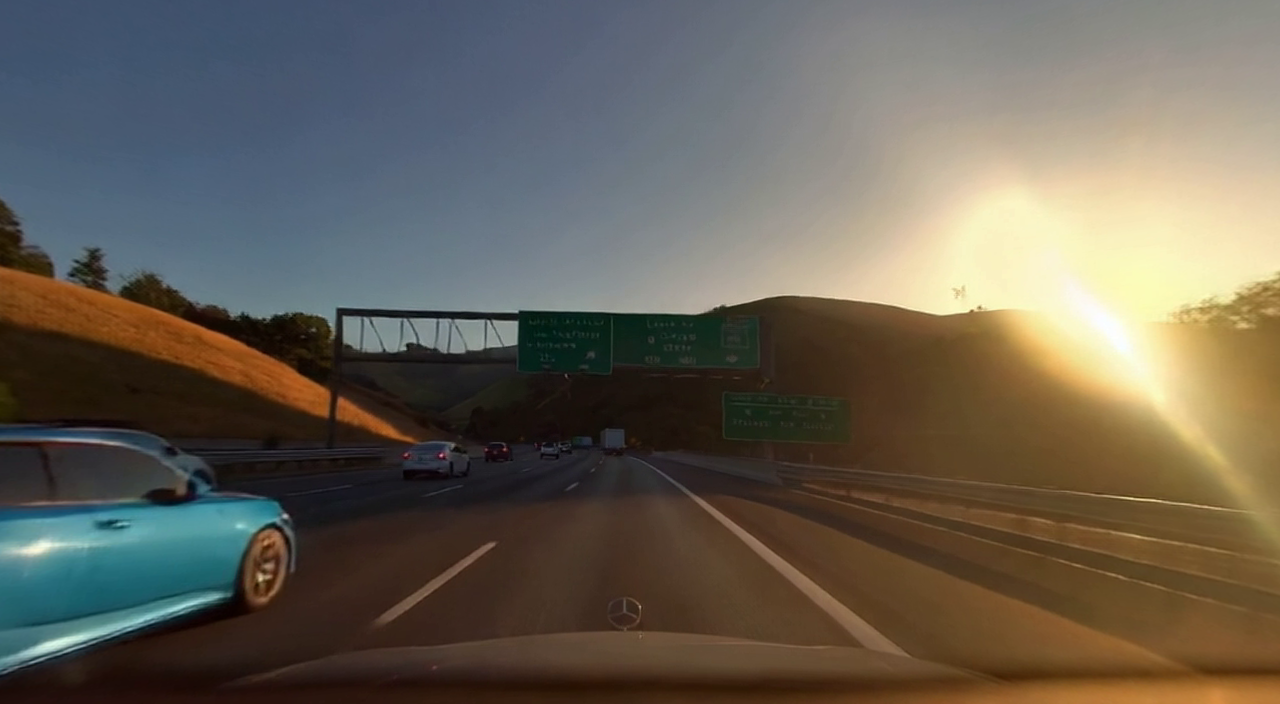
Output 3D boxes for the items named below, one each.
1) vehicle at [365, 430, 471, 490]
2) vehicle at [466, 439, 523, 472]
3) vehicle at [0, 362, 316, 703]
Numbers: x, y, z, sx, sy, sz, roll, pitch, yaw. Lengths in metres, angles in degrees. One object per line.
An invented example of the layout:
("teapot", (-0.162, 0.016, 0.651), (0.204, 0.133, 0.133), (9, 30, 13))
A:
("vehicle", (-7.148, 3.522, 20.825), (2.081, 1.740, 4.268), (1, -9, -3))
("vehicle", (-7.901, 5.666, 34.703), (2.099, 1.644, 4.638), (1, -9, -1))
("vehicle", (-3.901, 0.929, 3.051), (2.180, 1.685, 4.668), (1, -9, 0))
